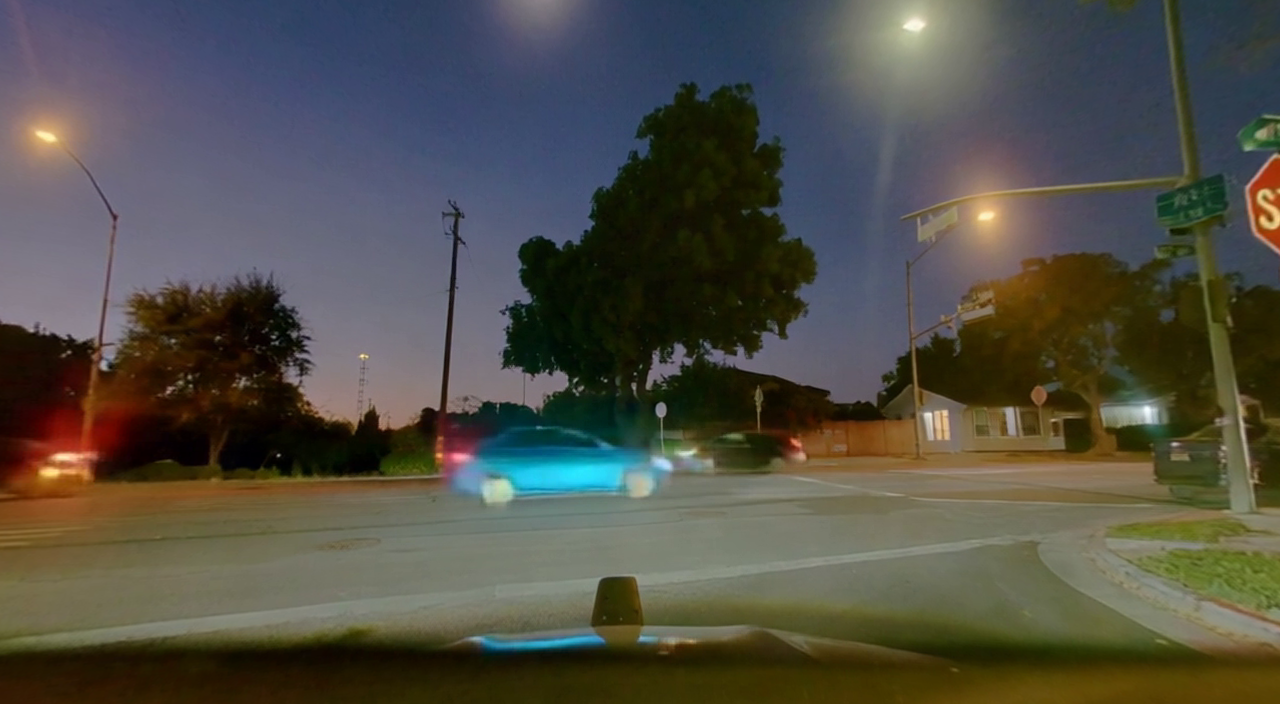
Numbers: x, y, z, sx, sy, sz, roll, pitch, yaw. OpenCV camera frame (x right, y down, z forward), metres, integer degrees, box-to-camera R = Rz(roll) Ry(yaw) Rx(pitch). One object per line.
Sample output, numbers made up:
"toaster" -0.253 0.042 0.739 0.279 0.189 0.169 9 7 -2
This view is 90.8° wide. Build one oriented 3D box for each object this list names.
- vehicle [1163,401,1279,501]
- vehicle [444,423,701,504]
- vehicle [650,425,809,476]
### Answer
"vehicle" 12.797 1.859 11.955 4.208 1.685 2.014 1 -9 -8
"vehicle" -1.403 2.274 13.225 4.990 1.454 1.875 3 -9 -20
"vehicle" 2.784 3.086 19.933 4.548 1.469 1.864 2 -9 -17
